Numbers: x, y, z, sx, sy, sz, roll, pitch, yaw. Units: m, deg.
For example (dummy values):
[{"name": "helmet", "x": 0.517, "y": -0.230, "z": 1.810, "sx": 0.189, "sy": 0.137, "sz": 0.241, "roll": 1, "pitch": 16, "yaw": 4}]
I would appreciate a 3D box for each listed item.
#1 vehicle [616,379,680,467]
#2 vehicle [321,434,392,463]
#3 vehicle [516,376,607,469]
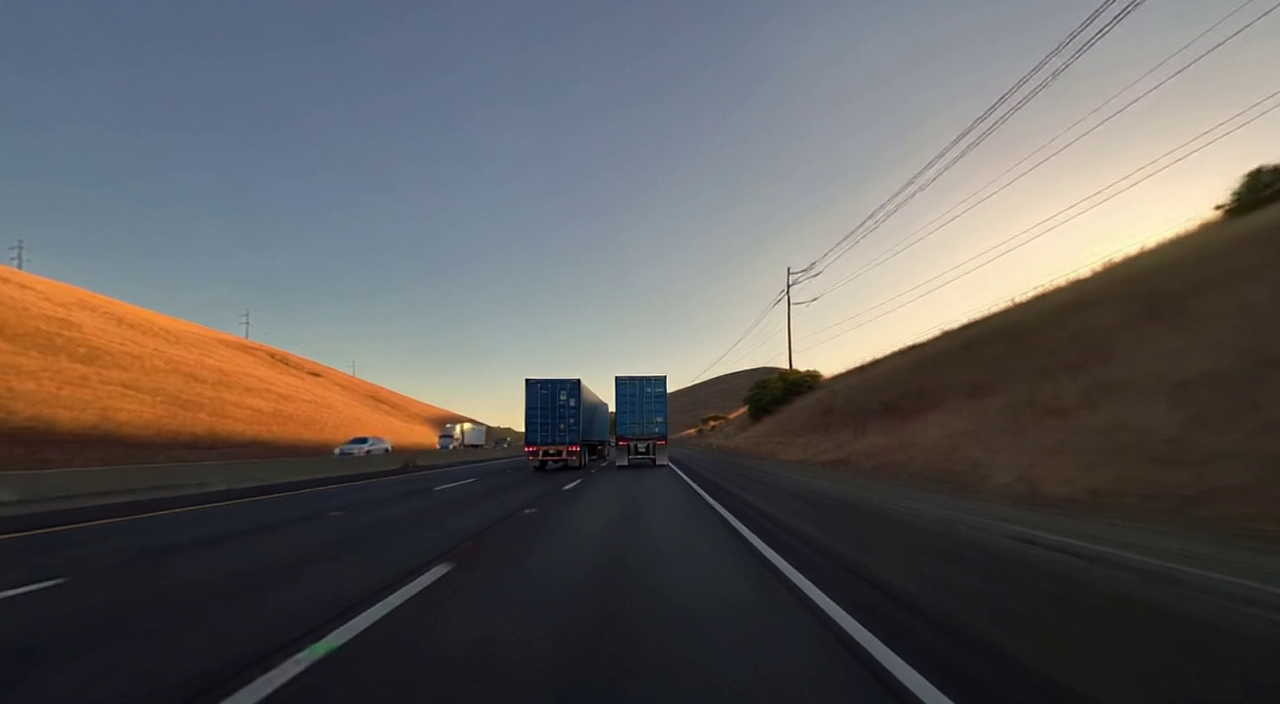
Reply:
[{"name": "vehicle", "x": 0.264, "y": 4.112, "z": 35.332, "sx": 3.006, "sy": 4.120, "sz": 11.586, "roll": 0, "pitch": -8, "yaw": -1}, {"name": "vehicle", "x": -17.503, "y": 5.968, "z": 39.112, "sx": 2.056, "sy": 1.688, "sz": 5.031, "roll": 0, "pitch": -8, "yaw": 0}, {"name": "vehicle", "x": -3.811, "y": 4.070, "z": 34.743, "sx": 3.065, "sy": 4.105, "sz": 13.706, "roll": 0, "pitch": -8, "yaw": 1}]
